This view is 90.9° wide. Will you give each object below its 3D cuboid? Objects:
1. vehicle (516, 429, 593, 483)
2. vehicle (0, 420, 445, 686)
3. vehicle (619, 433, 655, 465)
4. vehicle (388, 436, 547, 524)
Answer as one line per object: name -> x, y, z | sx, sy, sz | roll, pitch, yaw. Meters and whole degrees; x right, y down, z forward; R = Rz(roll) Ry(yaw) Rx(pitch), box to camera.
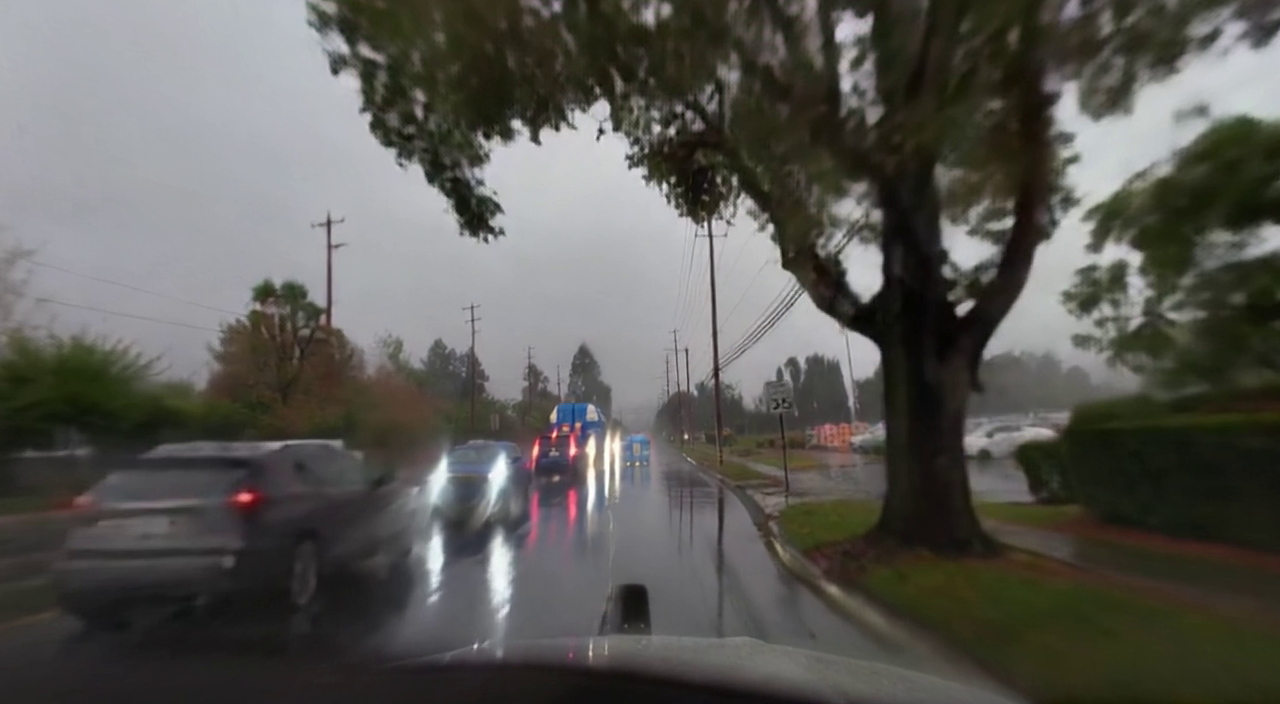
vehicle -> -3.139, 3.961, 24.282 | 2.187, 1.821, 4.748 | 0, -8, 2
vehicle -> -3.549, 1.480, 5.914 | 1.972, 1.486, 4.547 | 0, -8, 0
vehicle -> -0.190, 6.065, 39.463 | 2.117, 1.861, 4.095 | 0, -8, 0
vehicle -> -3.252, 2.506, 12.960 | 1.966, 1.466, 4.473 | 0, -8, 0
